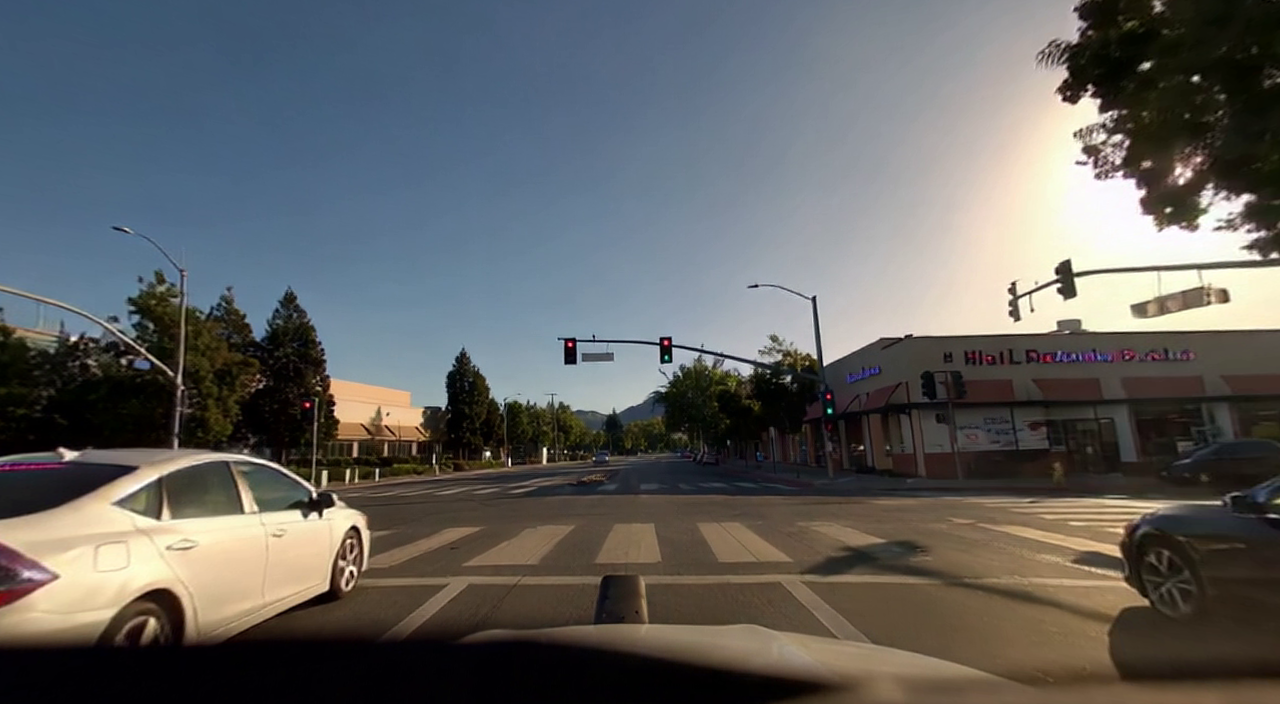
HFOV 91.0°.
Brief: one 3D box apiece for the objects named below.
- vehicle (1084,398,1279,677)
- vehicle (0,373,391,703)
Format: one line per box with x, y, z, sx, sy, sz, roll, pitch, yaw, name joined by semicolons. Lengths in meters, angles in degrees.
4.850;1.015;3.112;2.039;1.655;4.495;0;-9;1;vehicle
-3.491;1.139;4.059;1.947;1.627;4.248;0;-9;1;vehicle
